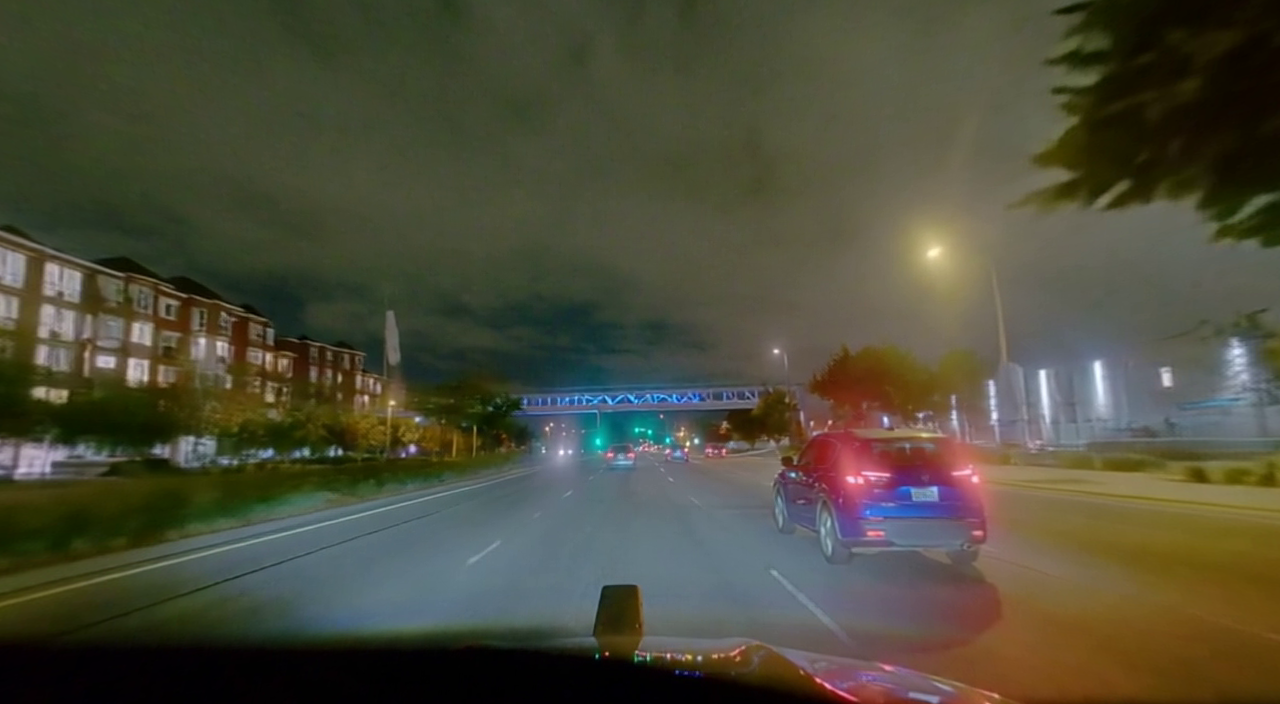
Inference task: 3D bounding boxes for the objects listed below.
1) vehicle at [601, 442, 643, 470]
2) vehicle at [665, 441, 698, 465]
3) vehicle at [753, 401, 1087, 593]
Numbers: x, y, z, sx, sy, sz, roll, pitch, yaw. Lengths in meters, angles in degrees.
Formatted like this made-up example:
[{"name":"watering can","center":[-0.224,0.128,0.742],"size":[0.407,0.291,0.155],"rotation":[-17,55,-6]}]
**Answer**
[{"name":"vehicle","center":[-0.992,6.016,36.748],"size":[2.173,1.498,4.528],"rotation":[0,-8,1]},{"name":"vehicle","center":[3.089,7.611,47.930],"size":[2.165,1.708,3.928],"rotation":[0,-8,-2]},{"name":"vehicle","center":[2.977,1.662,8.168],"size":[2.130,1.741,4.665],"rotation":[0,-8,0]}]
